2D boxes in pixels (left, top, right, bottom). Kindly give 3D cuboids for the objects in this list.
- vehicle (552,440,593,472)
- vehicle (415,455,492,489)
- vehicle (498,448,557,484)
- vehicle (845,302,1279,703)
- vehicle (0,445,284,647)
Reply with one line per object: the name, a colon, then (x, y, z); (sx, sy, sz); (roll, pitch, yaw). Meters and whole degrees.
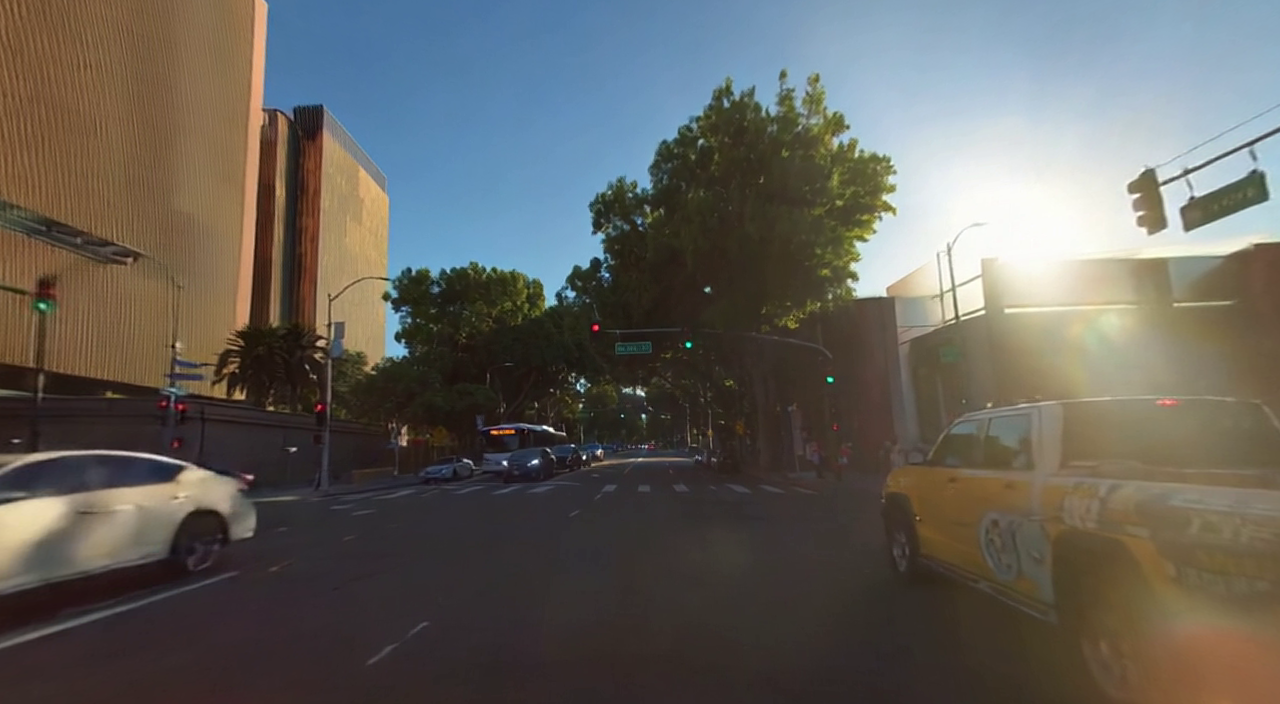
vehicle: (-4.927, 7.710, 46.866); (2.304, 2.208, 5.200); (0, -8, 2)
vehicle: (-9.379, 6.044, 32.181); (2.003, 1.489, 4.656); (-1, -8, 8)
vehicle: (-5.472, 5.579, 31.208); (1.997, 1.610, 4.144); (0, -8, 2)
vehicle: (3.321, 1.053, 4.198); (2.118, 1.848, 5.426); (0, -8, 0)
vehicle: (-5.641, 1.569, 5.617); (1.956, 1.457, 4.958); (0, -8, 1)
